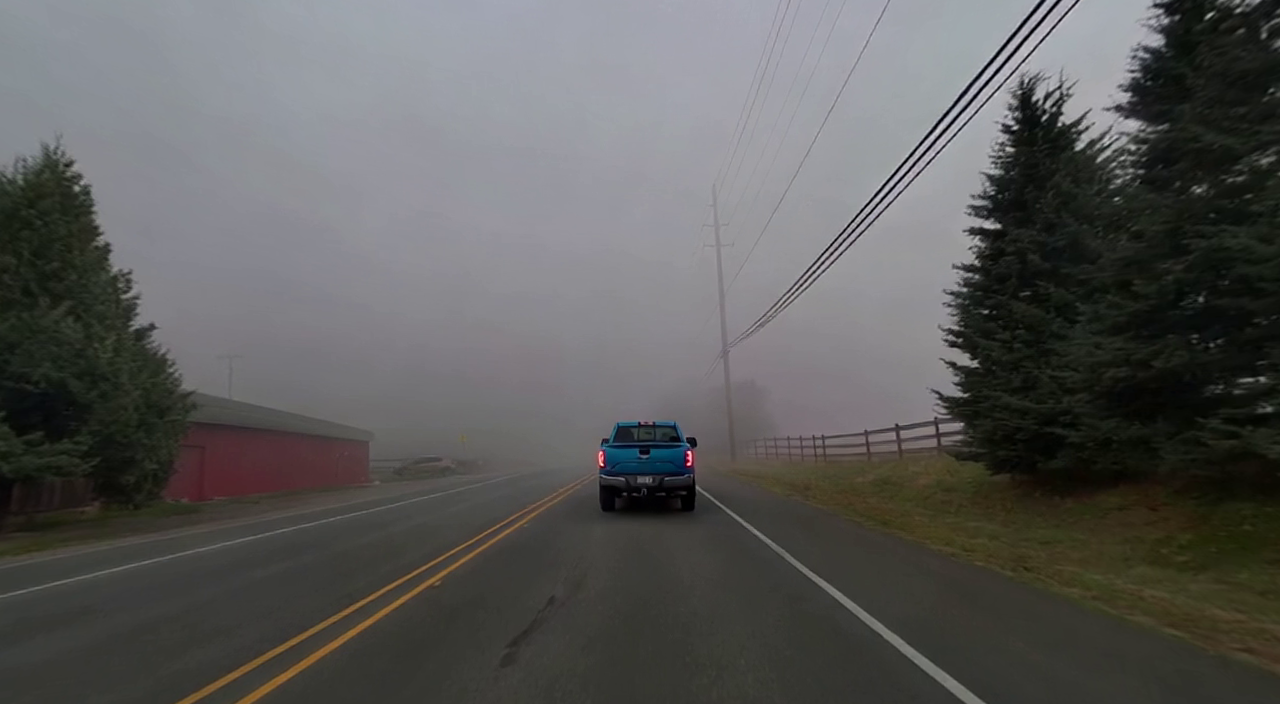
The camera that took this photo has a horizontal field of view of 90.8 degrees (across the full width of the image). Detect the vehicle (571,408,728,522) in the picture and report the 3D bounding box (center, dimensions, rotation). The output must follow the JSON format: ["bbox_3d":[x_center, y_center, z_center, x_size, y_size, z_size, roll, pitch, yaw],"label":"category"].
[{"bbox_3d":[0.148,2.426,14.127,2.693,1.941,6.356,0,-8,0],"label":"vehicle"}]
